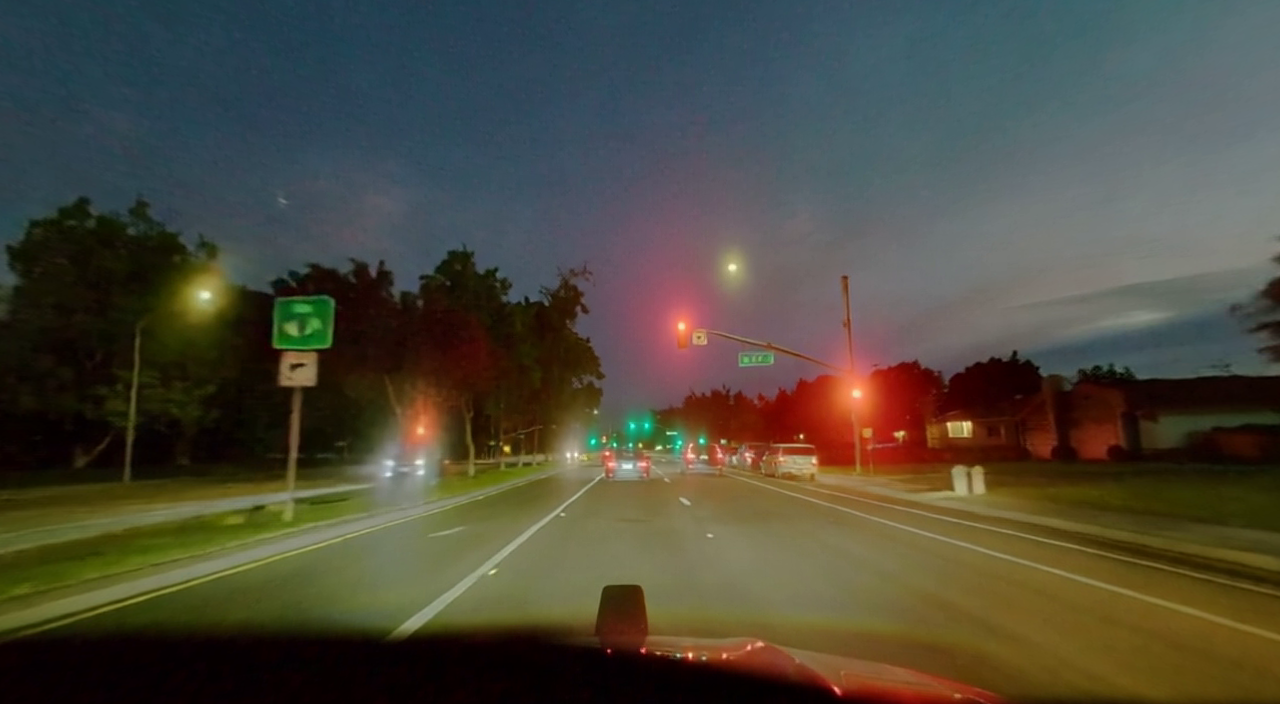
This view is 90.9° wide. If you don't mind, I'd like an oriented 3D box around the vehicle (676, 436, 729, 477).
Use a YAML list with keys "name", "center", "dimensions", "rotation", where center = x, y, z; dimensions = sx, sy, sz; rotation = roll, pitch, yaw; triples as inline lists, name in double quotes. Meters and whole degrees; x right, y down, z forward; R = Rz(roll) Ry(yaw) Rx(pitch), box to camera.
- name: "vehicle"
  center: [2.968, 5.078, 30.916]
  dimensions: [2.073, 1.822, 4.276]
  rotation: [0, -8, -1]

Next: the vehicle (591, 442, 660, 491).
- name: "vehicle"
  center: [-0.487, 3.850, 21.563]
  dimensions: [2.140, 1.474, 4.026]
  rotation: [0, -8, -1]

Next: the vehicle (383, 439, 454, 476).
- name: "vehicle"
  center: [-11.825, 5.652, 34.036]
  dimensions: [2.097, 1.826, 4.812]
  rotation: [0, -8, -1]

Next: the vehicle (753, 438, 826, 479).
- name: "vehicle"
  center: [7.256, 5.289, 31.272]
  dimensions: [2.184, 1.786, 5.497]
  rotation: [2, -10, -1]
